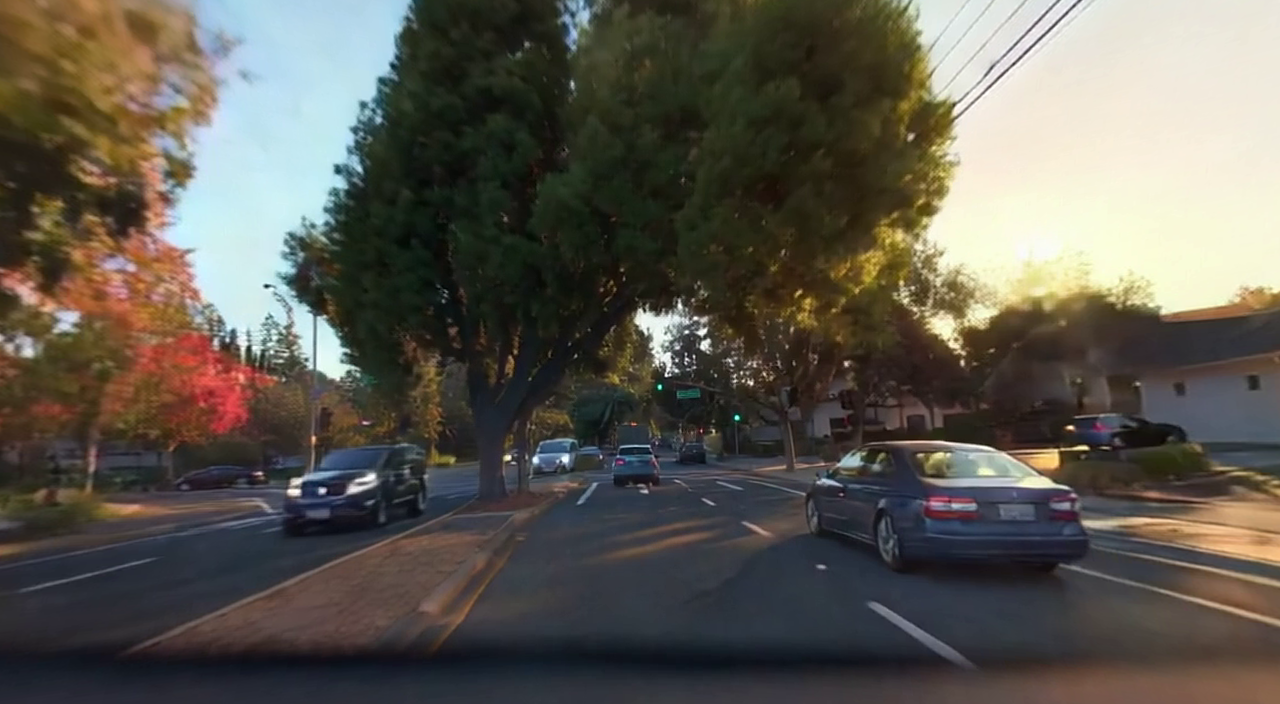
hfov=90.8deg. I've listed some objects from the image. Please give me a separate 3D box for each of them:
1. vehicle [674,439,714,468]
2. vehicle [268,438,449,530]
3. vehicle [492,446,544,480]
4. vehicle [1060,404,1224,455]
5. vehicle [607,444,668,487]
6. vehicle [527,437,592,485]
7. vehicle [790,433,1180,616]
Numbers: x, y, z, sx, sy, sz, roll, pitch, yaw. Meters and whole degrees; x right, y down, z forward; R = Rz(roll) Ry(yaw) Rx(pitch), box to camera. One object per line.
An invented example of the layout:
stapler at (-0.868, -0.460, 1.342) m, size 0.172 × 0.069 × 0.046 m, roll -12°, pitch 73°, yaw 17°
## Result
vehicle at (3.681, 7.019, 43.818) m, size 2.187 × 1.847 × 4.553 m, roll 0°, pitch -8°, yaw -2°
vehicle at (-6.216, 2.938, 14.741) m, size 2.146 × 1.768 × 4.664 m, roll 0°, pitch -8°, yaw -1°
vehicle at (-6.445, 5.907, 33.849) m, size 2.051 × 1.663 × 4.031 m, roll 0°, pitch -8°, yaw -1°
vehicle at (18.514, 2.971, 23.723) m, size 2.012 × 1.690 × 5.034 m, roll 0°, pitch -8°, yaw 0°
vehicle at (-0.119, 4.237, 24.004) m, size 2.114 × 1.483 × 4.207 m, roll 0°, pitch -8°, yaw -1°
vehicle at (-3.159, 4.409, 25.961) m, size 2.083 × 1.741 × 5.530 m, roll 0°, pitch -8°, yaw -1°
vehicle at (3.319, 1.715, 7.349) m, size 1.973 × 1.447 × 4.402 m, roll 0°, pitch -8°, yaw -1°
